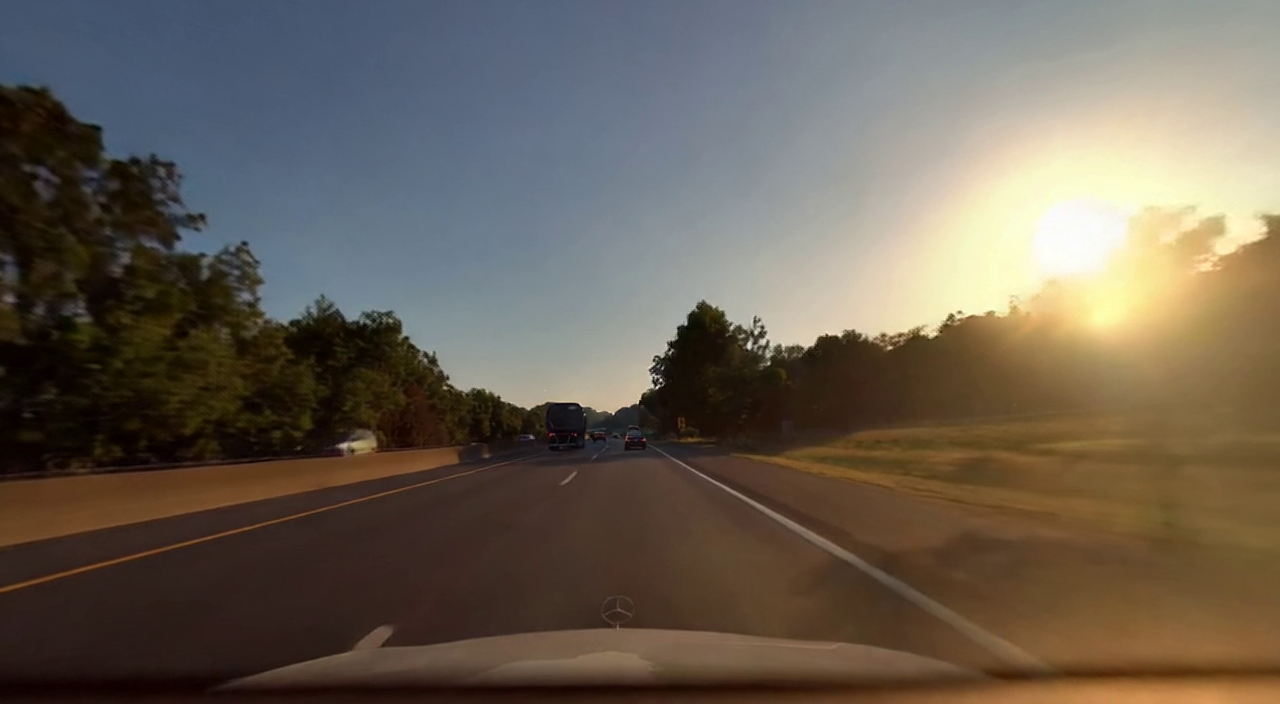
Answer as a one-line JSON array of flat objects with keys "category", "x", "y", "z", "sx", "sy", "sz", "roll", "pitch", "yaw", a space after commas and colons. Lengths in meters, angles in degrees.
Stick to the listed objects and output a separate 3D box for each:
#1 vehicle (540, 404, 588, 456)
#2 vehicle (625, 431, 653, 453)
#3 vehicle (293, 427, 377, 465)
[{"category": "vehicle", "x": -4.846, "y": 5.148, "z": 41.230, "sx": 2.450, "sy": 3.098, "sz": 6.965, "roll": 0, "pitch": -8, "yaw": -1}, {"category": "vehicle", "x": -0.104, "y": 6.610, "z": 46.269, "sx": 1.988, "sy": 1.472, "sz": 3.716, "roll": 0, "pitch": -8, "yaw": -2}, {"category": "vehicle", "x": -17.009, "y": 5.252, "z": 35.426, "sx": 2.321, "sy": 2.002, "sz": 4.830, "roll": 0, "pitch": -8, "yaw": -1}]
